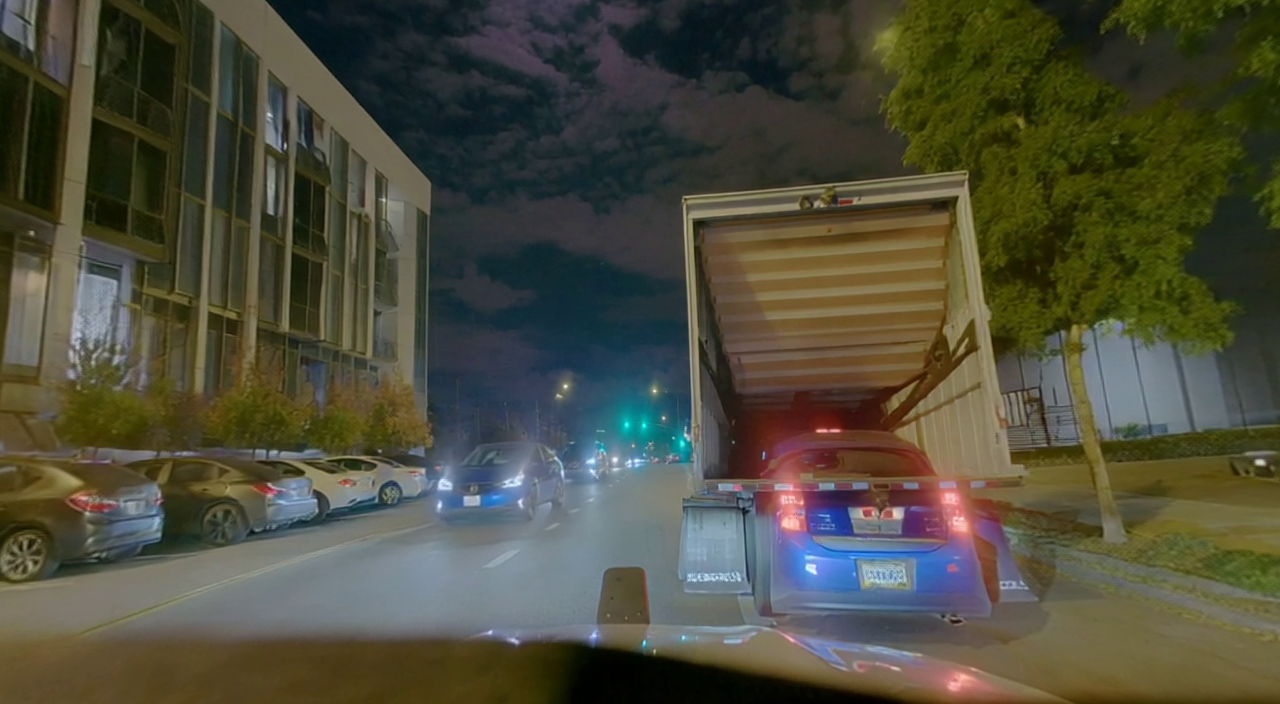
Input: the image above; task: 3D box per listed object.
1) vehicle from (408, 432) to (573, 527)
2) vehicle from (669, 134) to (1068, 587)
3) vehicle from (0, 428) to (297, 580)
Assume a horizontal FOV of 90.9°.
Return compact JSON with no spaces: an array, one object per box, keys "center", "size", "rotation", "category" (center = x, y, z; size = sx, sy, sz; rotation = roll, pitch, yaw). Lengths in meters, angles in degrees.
[{"center":[-2.736,2.449,12.731],"size":[2.183,1.563,4.257],"rotation":[0,-8,2],"category":"vehicle"},{"center":[2.538,0.826,11.424],"size":[3.320,4.034,11.553],"rotation":[-1,-8,6],"category":"vehicle"},{"center":[-8.153,2.096,9.231],"size":[5.022,1.872,2.137],"rotation":[7,-11,-41],"category":"vehicle"}]
